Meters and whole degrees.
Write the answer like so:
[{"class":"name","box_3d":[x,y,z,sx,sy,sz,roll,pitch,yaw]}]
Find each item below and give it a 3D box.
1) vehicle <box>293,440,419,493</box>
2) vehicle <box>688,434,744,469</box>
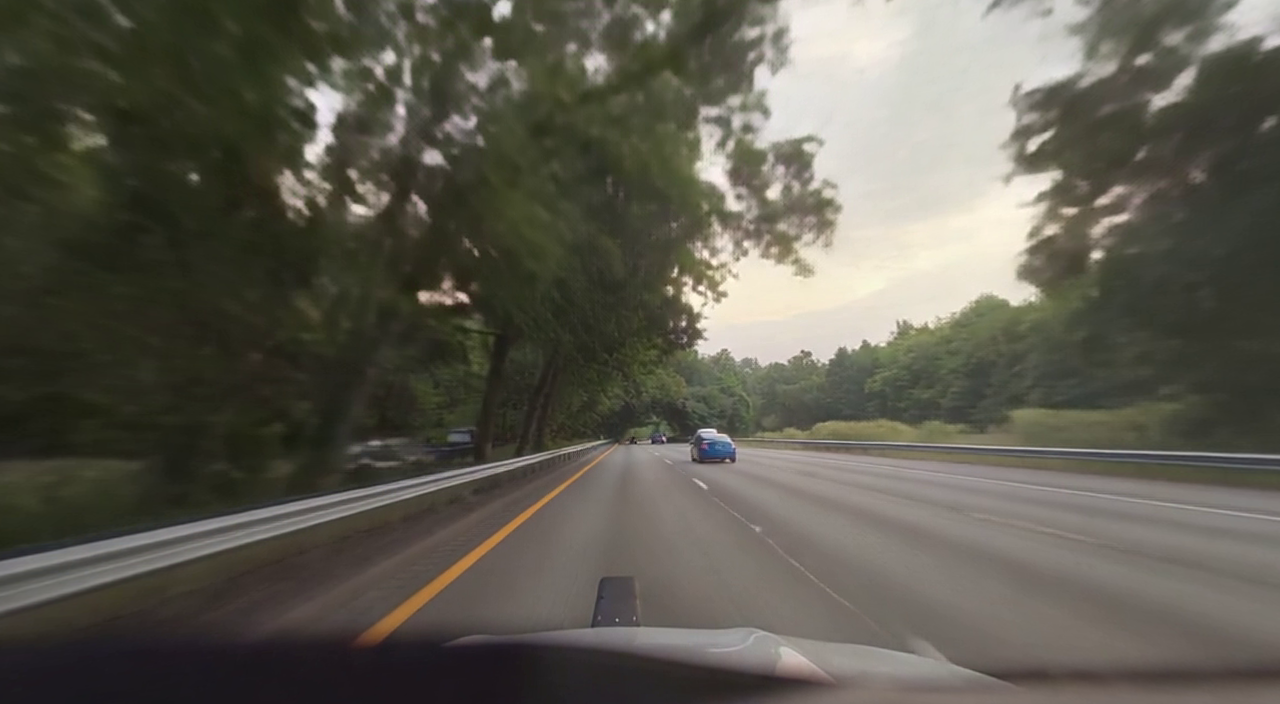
[{"class":"vehicle","box_3d":[-9.137,3.677,20.836,1.972,1.497,4.856,0,-8,-1]},{"class":"vehicle","box_3d":[3.555,4.700,30.098,2.017,1.502,4.369,0,-8,-2]}]
